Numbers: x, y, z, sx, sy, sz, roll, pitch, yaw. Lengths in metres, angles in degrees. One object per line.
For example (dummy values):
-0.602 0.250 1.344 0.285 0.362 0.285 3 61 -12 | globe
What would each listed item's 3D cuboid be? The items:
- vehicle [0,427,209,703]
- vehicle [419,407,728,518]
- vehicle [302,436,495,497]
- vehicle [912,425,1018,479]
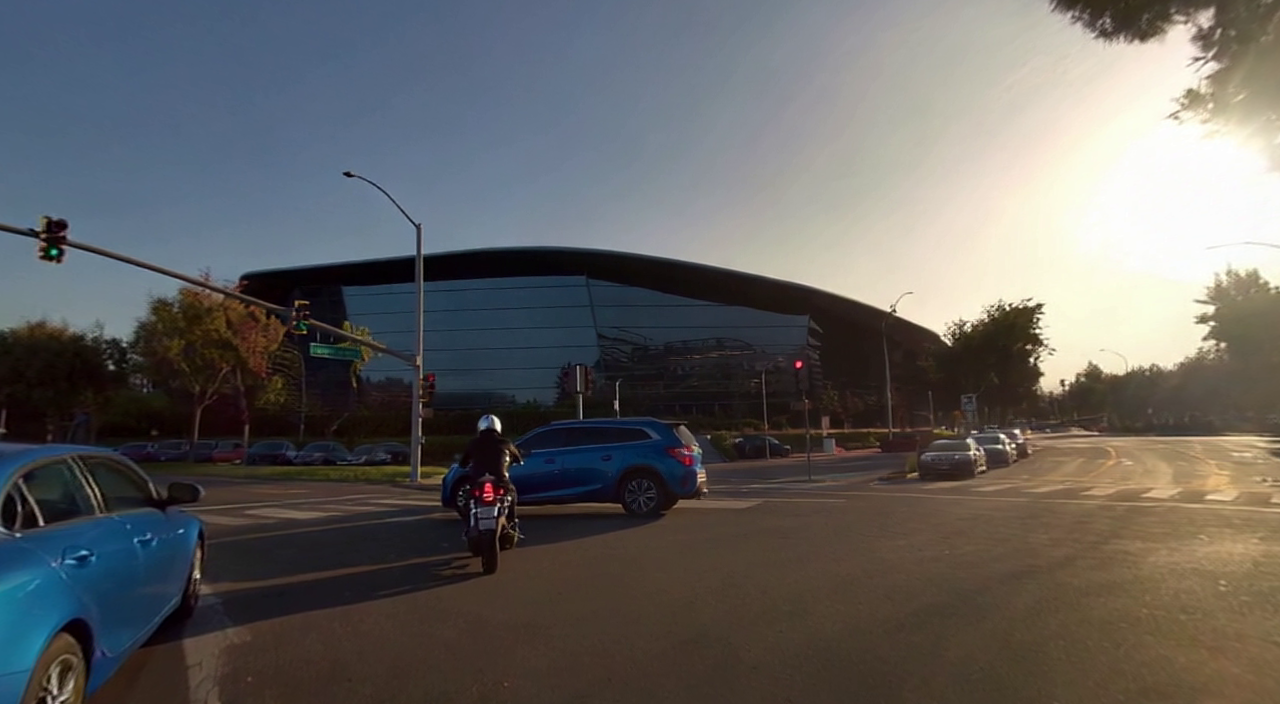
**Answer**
-4.670 1.331 4.634 2.009 1.450 4.182 6 -11 -39 | vehicle
-1.369 2.216 13.152 5.833 1.960 2.341 2 -9 -13 | vehicle
-6.336 3.033 16.858 4.401 1.480 1.864 -1 -8 5 | vehicle
11.430 3.455 22.023 2.084 1.656 4.583 -8 -11 41 | vehicle
